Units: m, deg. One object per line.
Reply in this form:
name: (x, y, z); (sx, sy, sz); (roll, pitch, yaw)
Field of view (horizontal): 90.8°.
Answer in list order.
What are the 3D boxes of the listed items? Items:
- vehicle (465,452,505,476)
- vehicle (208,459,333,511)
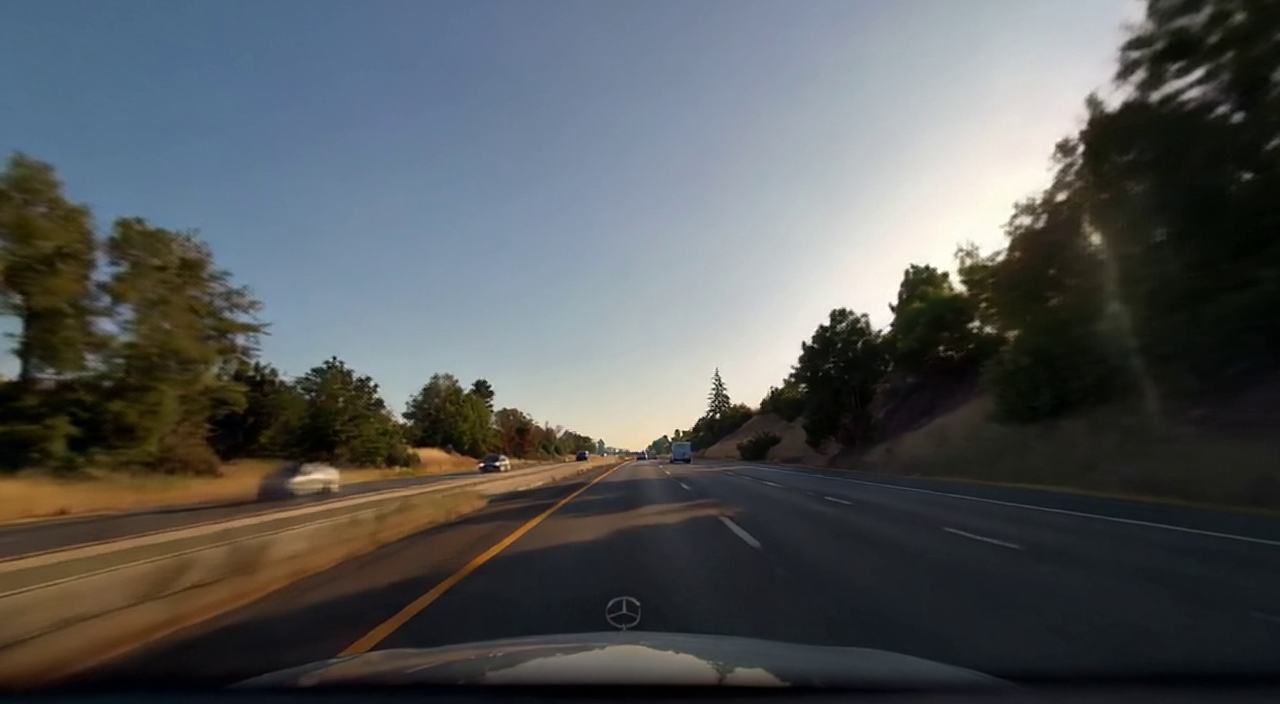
vehicle: (-11.660, 8.451, 47.799); (1.958, 1.633, 4.349); (0, -9, 0)
vehicle: (-12.279, 4.401, 21.319); (1.813, 1.502, 3.976); (0, -9, 0)
